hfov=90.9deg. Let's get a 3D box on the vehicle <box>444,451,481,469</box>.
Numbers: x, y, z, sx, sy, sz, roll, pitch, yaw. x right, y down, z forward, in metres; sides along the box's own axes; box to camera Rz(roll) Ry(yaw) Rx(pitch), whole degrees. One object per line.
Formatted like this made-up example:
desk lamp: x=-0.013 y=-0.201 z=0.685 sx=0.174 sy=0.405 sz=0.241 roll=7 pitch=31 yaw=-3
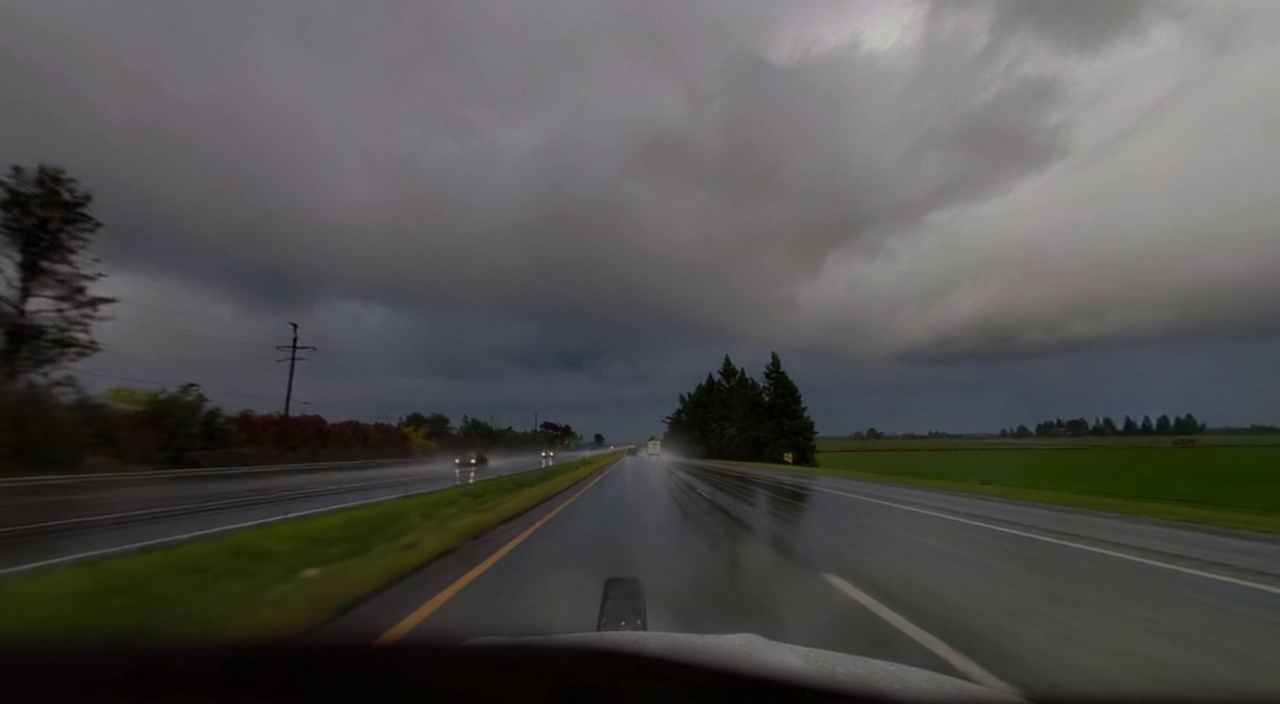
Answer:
vehicle: x=-12.847 y=7.808 z=45.797 sx=1.644 sy=1.235 sz=3.646 roll=0 pitch=-9 yaw=0
